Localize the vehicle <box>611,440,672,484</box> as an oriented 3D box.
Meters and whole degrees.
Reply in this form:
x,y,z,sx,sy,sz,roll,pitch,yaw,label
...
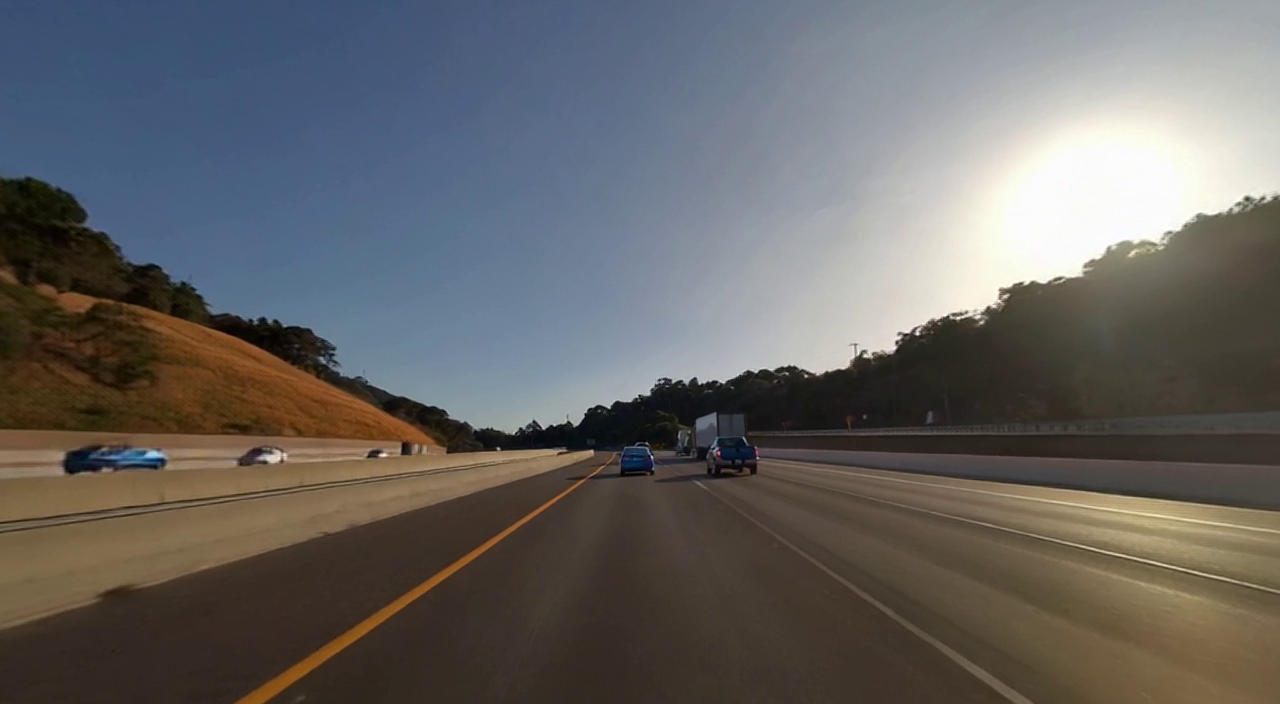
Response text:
x,y,z,sx,sy,sz,roll,pitch,yaw,label
-0.008,4.073,23.592,2.083,1.477,3.965,0,-9,-1,vehicle

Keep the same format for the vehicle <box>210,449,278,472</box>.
x,y,z,sx,sy,sz,roll,pitch,yaw,label
-27.848,7.597,44.629,1.844,1.471,4.802,0,-8,-1,vehicle

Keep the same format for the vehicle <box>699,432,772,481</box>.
x,y,z,sx,sy,sz,roll,pitch,yaw,label
3.740,4.213,25.682,2.098,1.794,4.561,0,-9,-2,vehicle

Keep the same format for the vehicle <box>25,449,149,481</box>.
x,y,z,sx,sy,sz,roll,pitch,yaw,label
-31.608,6.436,36.439,2.105,1.655,5.611,0,-8,0,vehicle
